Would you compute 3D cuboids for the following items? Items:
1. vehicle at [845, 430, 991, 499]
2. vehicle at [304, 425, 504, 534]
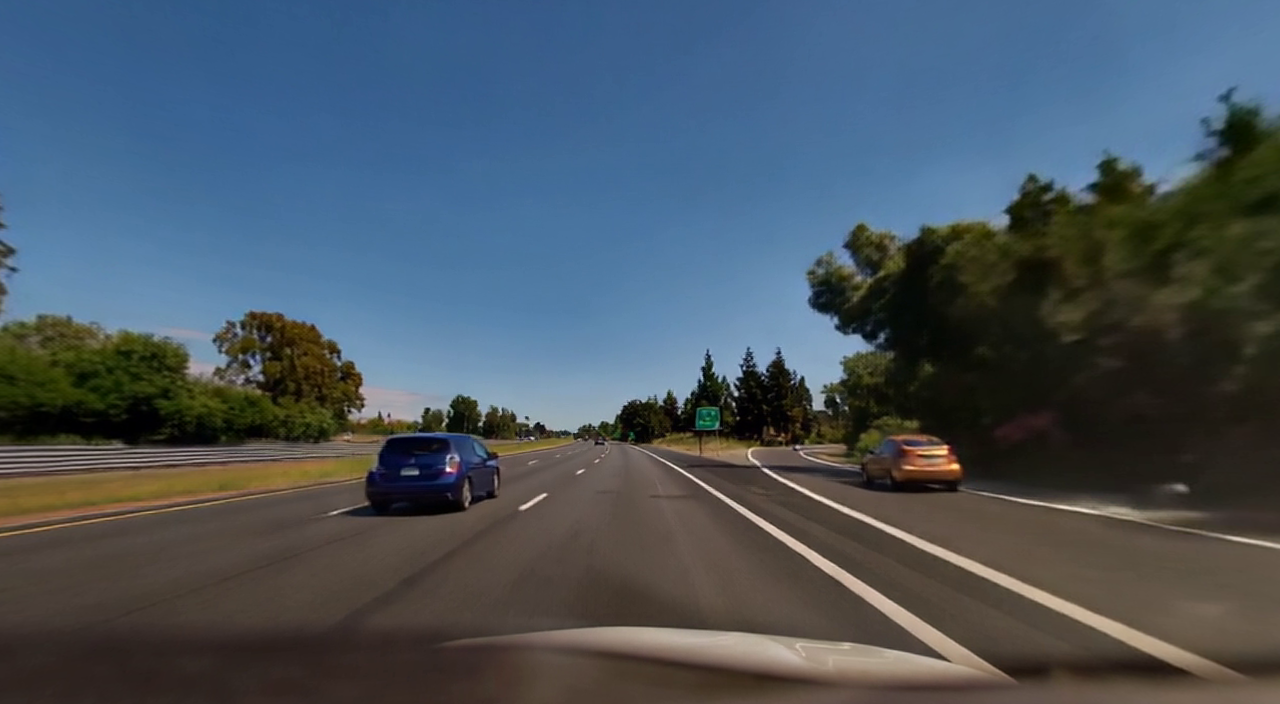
[{"bbox_3d":[7.355,2.988,17.324,2.084,1.614,4.762,-1,-8,4],"label":"vehicle"},{"bbox_3d":[-3.853,2.122,11.169,2.008,1.567,3.959,0,-8,0],"label":"vehicle"}]
